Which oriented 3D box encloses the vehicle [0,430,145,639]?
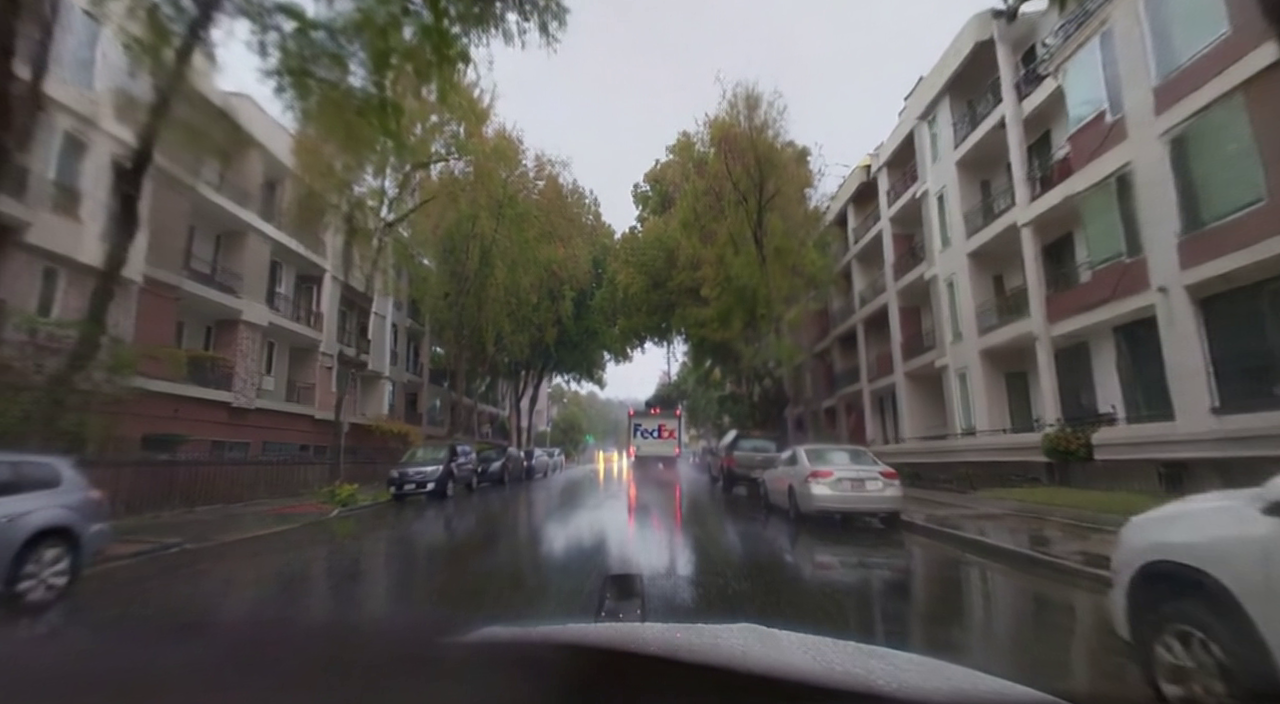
[{"bbox_3d":[-5.760,1.250,3.884,1.888,1.546,4.306,-1,-8,1],"label":"vehicle"}]

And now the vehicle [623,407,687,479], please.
[{"bbox_3d":[0.588,4.802,33.358,2.930,3.275,8.180,0,-8,-1],"label":"vehicle"}]

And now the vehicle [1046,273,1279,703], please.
[{"bbox_3d":[3.597,0.584,1.644,2.099,2.018,4.087,0,-8,-4],"label":"vehicle"}]

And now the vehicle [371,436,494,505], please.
[{"bbox_3d":[-5.898,3.399,18.606,2.089,1.757,4.256,-1,-8,1],"label":"vehicle"}]

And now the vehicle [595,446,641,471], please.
[{"bbox_3d":[-1.395,6.894,41.223,1.981,1.500,3.992,-2,-9,13],"label":"vehicle"}]

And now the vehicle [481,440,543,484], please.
[{"bbox_3d":[-5.924,5.110,29.822,2.020,1.867,4.654,0,-8,-1],"label":"vehicle"}]

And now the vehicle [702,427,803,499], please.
[{"bbox_3d":[3.457,3.538,20.658,2.221,1.991,5.564,0,-8,0],"label":"vehicle"}]

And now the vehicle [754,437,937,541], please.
[{"bbox_3d":[3.446,2.358,11.606,1.877,1.500,4.407,0,-8,0],"label":"vehicle"}]
